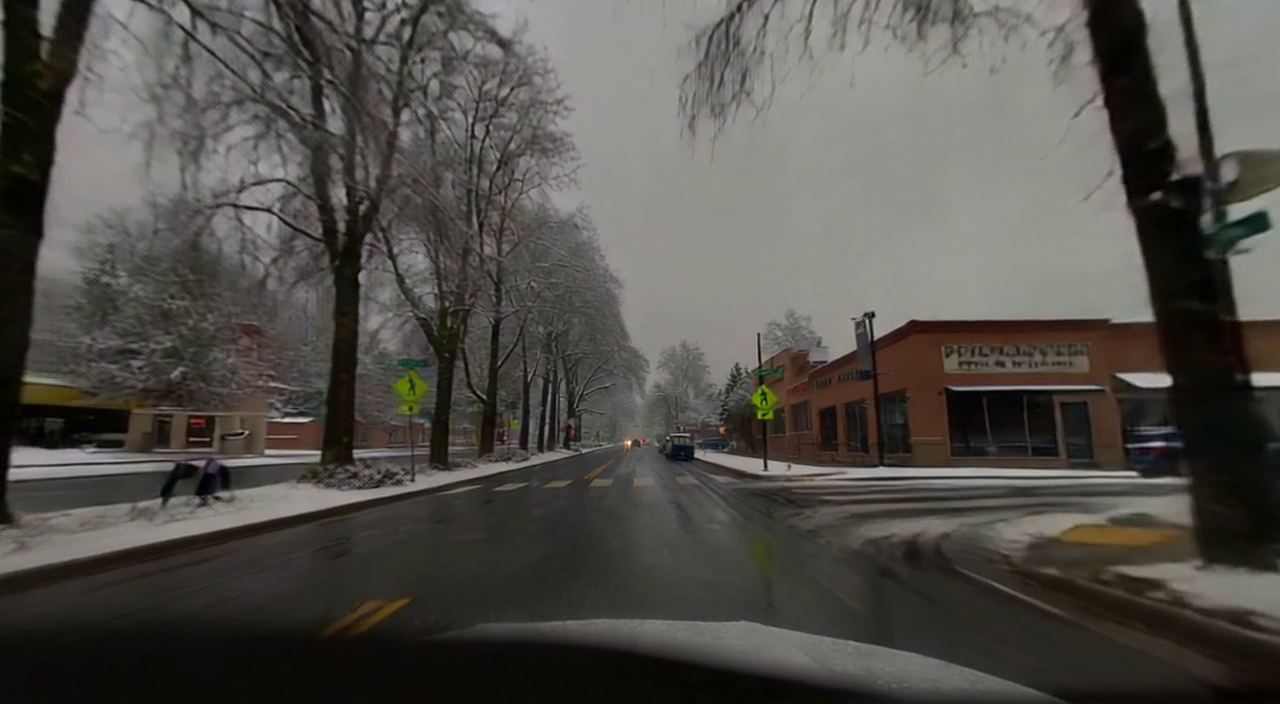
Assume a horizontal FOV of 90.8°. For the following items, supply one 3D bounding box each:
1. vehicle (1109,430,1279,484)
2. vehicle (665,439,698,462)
[{"bbox_3d":[16.693,2.996,18.193,4.563,1.457,2.139,-1,-8,6],"label":"vehicle"},{"bbox_3d":[2.985,7.147,45.916,2.152,1.527,4.010,0,-9,0],"label":"vehicle"}]
